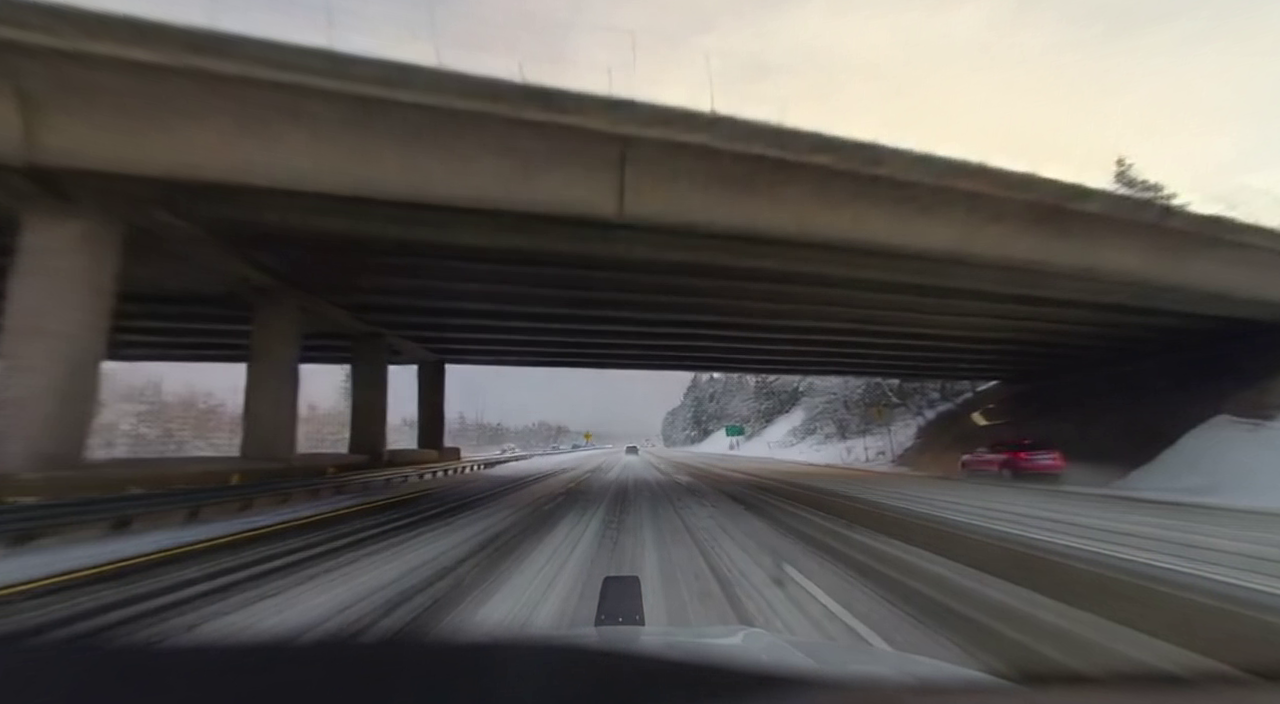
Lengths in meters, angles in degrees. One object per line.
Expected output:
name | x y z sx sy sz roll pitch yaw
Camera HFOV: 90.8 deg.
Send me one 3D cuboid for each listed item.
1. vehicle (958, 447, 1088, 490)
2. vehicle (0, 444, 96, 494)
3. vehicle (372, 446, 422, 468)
vehicle | 15.268 4.646 25.627 1.959 1.519 5.235 0 -9 -1
vehicle | -23.270 4.301 23.441 1.950 1.744 4.711 0 -9 0
vehicle | -17.538 7.572 45.834 1.842 1.484 4.507 0 -9 0
